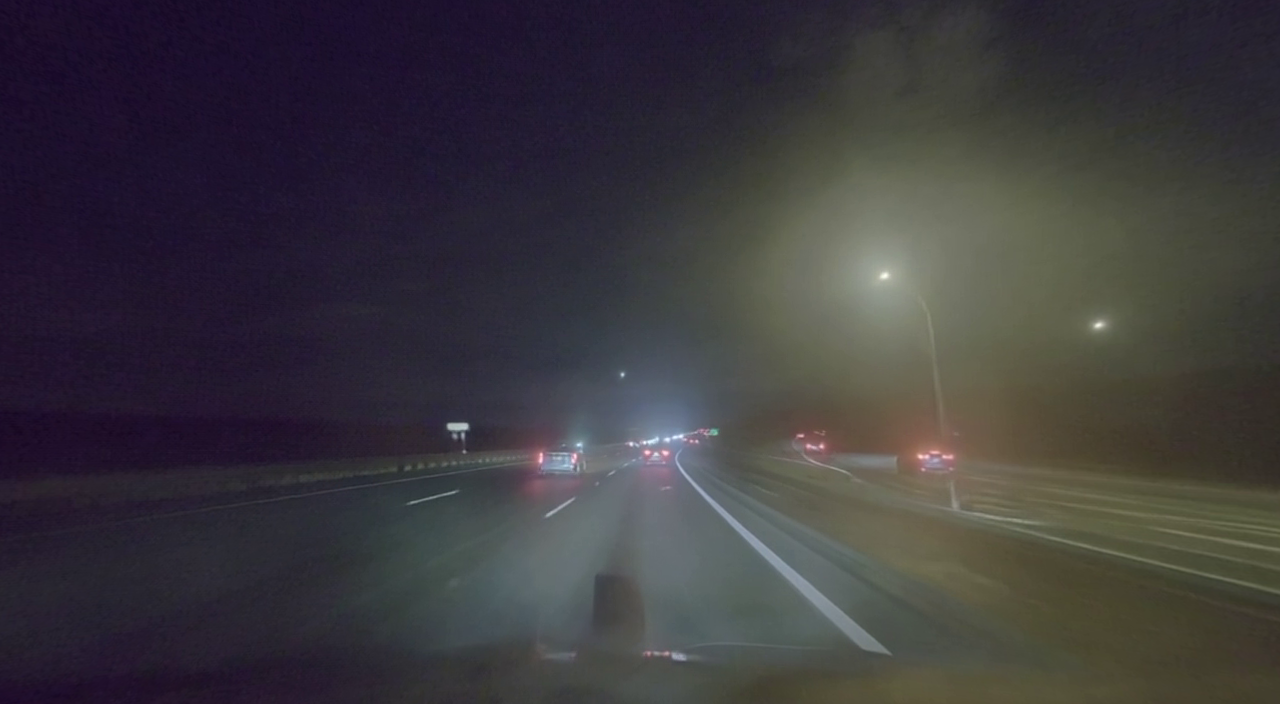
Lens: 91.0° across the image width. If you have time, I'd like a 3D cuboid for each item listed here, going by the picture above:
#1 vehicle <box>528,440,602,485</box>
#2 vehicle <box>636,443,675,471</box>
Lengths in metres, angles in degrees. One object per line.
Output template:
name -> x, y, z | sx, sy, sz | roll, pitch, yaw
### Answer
vehicle -> -2.780, 4.247, 24.406 | 2.129, 1.563, 4.387 | -1, -9, 3
vehicle -> 0.911, 6.086, 36.610 | 2.129, 1.502, 4.321 | 0, -9, 2
